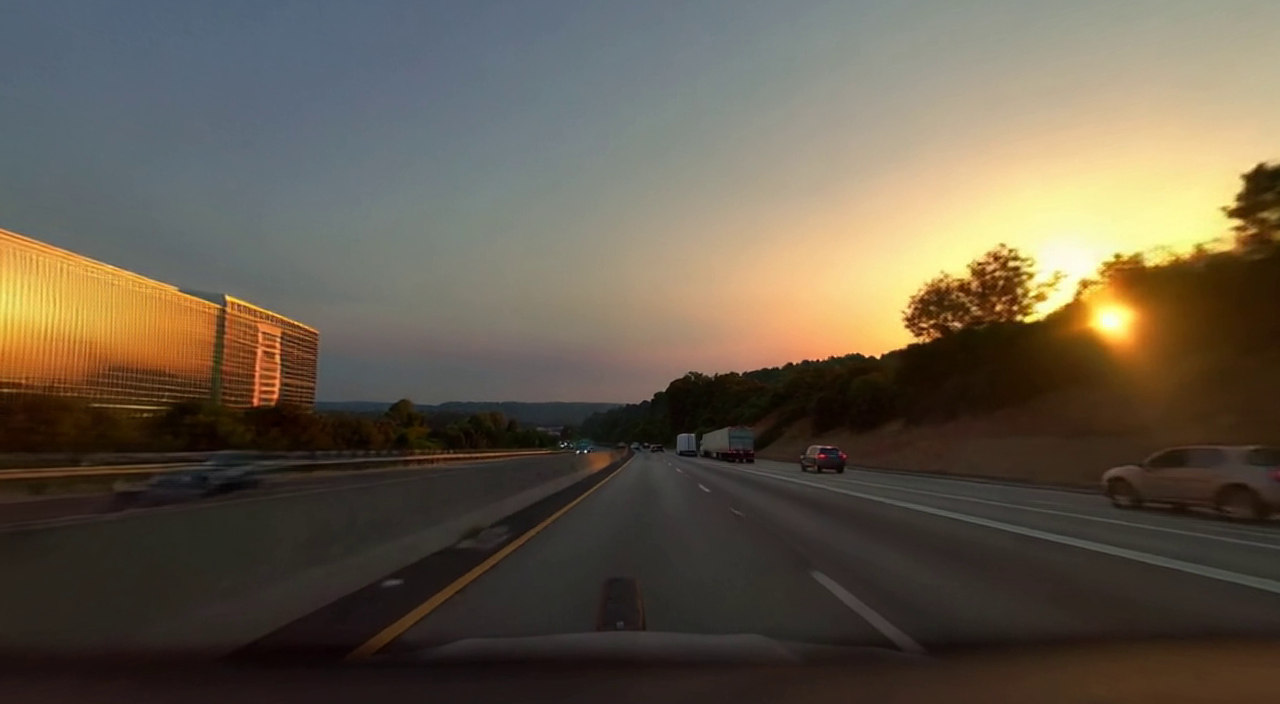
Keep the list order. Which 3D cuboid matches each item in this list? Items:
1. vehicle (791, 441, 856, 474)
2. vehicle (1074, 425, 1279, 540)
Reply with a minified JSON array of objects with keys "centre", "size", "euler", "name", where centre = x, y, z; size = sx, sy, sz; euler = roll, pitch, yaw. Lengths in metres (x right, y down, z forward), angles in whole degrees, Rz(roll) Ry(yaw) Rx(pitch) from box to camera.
[{"centre":[10.278,5.954,35.706],"size":[2.129,1.735,4.880],"euler":[0,-9,-1],"name":"vehicle"},{"centre":[10.338,2.154,10.864],"size":[2.127,1.646,4.926],"euler":[0,-9,-1],"name":"vehicle"}]
